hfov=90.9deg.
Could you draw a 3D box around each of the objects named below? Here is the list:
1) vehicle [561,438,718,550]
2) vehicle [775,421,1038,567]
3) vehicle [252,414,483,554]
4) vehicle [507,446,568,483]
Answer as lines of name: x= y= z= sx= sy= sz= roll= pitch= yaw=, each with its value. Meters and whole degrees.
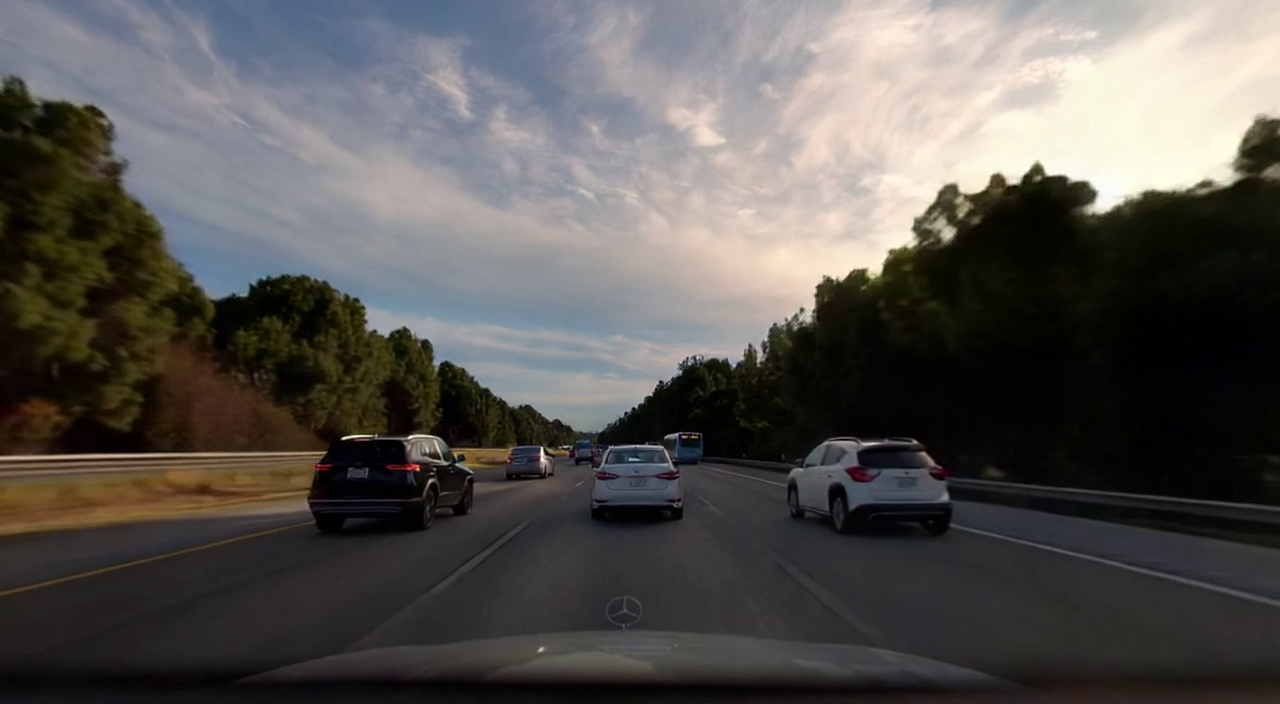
vehicle: x=-0.075 y=2.250 z=10.683 sx=2.120 sy=1.478 sz=4.179 roll=0 pitch=-9 yaw=-2
vehicle: x=3.592 y=1.993 z=9.553 sx=1.996 sy=1.688 sz=4.207 roll=0 pitch=-9 yaw=-2
vehicle: x=-3.880 y=1.950 z=9.903 sx=1.830 sy=1.703 sz=4.142 roll=0 pitch=-9 yaw=-1
vehicle: x=-4.515 y=5.007 z=28.297 sx=2.122 sy=1.491 sz=3.800 roll=0 pitch=-9 yaw=-1
